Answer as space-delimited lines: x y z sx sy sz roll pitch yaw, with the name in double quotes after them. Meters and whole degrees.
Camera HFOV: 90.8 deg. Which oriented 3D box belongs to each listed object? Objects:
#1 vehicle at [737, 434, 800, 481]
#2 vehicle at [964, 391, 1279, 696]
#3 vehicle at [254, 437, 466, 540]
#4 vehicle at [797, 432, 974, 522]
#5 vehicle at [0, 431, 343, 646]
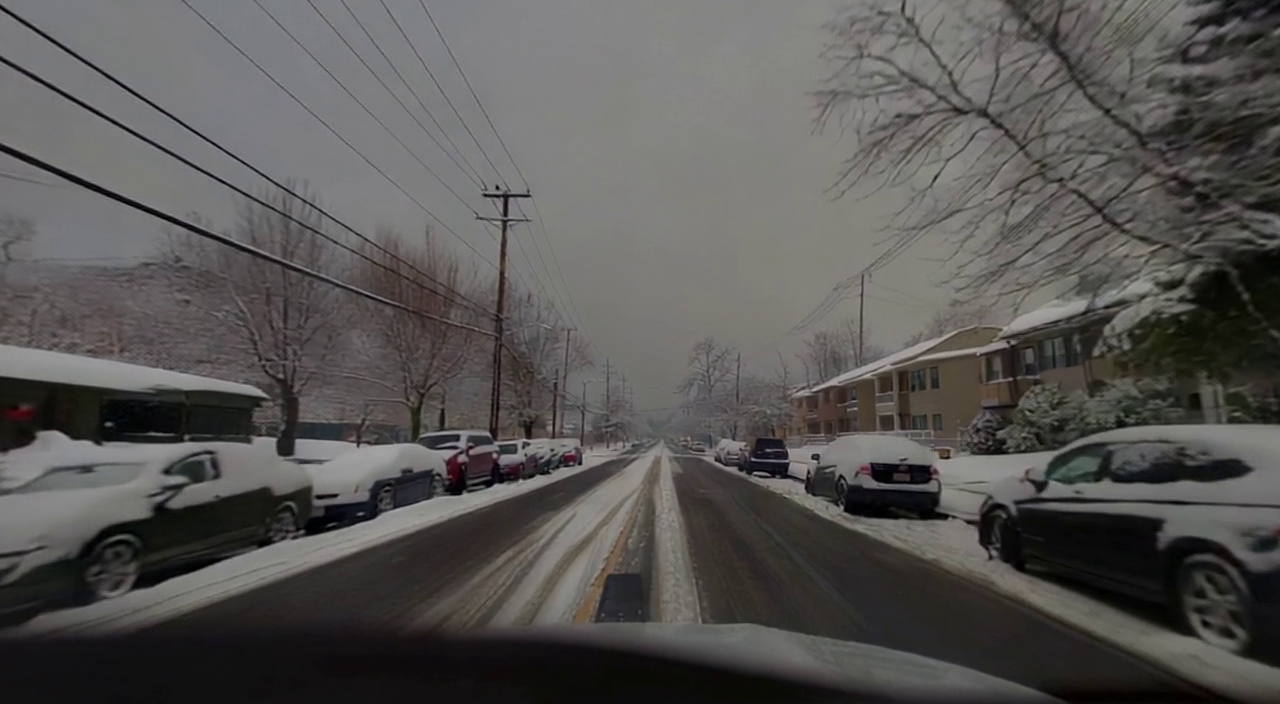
5.201 4.302 26.056 1.936 1.756 4.127 -1 -9 3 "vehicle"
4.754 1.350 5.363 1.951 1.700 4.485 -1 -9 5 "vehicle"
-4.945 2.404 12.086 1.979 1.435 4.785 -3 -7 -1 "vehicle"
4.938 2.572 13.593 1.910 1.567 4.856 0 -9 1 "vehicle"
-5.137 1.608 6.625 1.853 1.447 4.462 -3 -7 1 "vehicle"
